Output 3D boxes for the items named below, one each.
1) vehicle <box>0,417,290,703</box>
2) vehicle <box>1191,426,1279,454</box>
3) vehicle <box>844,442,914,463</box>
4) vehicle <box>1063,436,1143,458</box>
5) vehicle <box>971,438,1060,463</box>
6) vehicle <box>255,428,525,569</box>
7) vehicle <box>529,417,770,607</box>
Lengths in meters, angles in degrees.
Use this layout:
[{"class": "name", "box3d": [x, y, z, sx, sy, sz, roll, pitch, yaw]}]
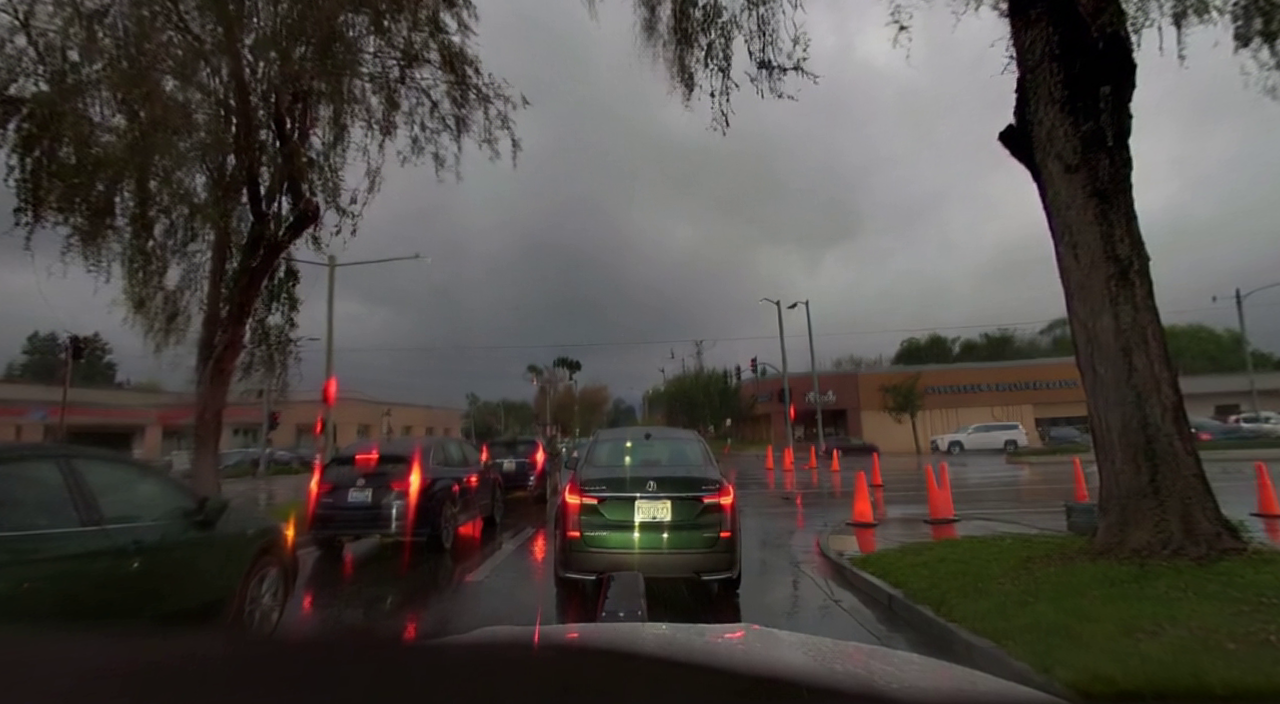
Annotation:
[{"class": "vehicle", "box3d": [-3.580, 0.950, 2.148, 1.964, 1.497, 4.722, 0, -9, 1]}, {"class": "vehicle", "box3d": [38.999, 5.707, 40.682, 4.805, 1.688, 1.923, 0, -9, 1]}, {"class": "vehicle", "box3d": [17.924, 7.577, 47.328, 4.581, 1.480, 1.752, 1, -9, 0]}, {"class": "vehicle", "box3d": [36.698, 7.566, 49.969, 4.791, 1.635, 1.857, 0, -9, 1]}, {"class": "vehicle", "box3d": [24.063, 6.334, 40.449, 4.463, 1.482, 1.808, 0, -9, 2]}, {"class": "vehicle", "box3d": [-3.251, 1.999, 9.451, 1.989, 1.541, 4.626, 0, -9, 2]}, {"class": "vehicle", "box3d": [0.125, 1.629, 7.211, 2.021, 1.560, 3.676, 0, -9, 1]}]
